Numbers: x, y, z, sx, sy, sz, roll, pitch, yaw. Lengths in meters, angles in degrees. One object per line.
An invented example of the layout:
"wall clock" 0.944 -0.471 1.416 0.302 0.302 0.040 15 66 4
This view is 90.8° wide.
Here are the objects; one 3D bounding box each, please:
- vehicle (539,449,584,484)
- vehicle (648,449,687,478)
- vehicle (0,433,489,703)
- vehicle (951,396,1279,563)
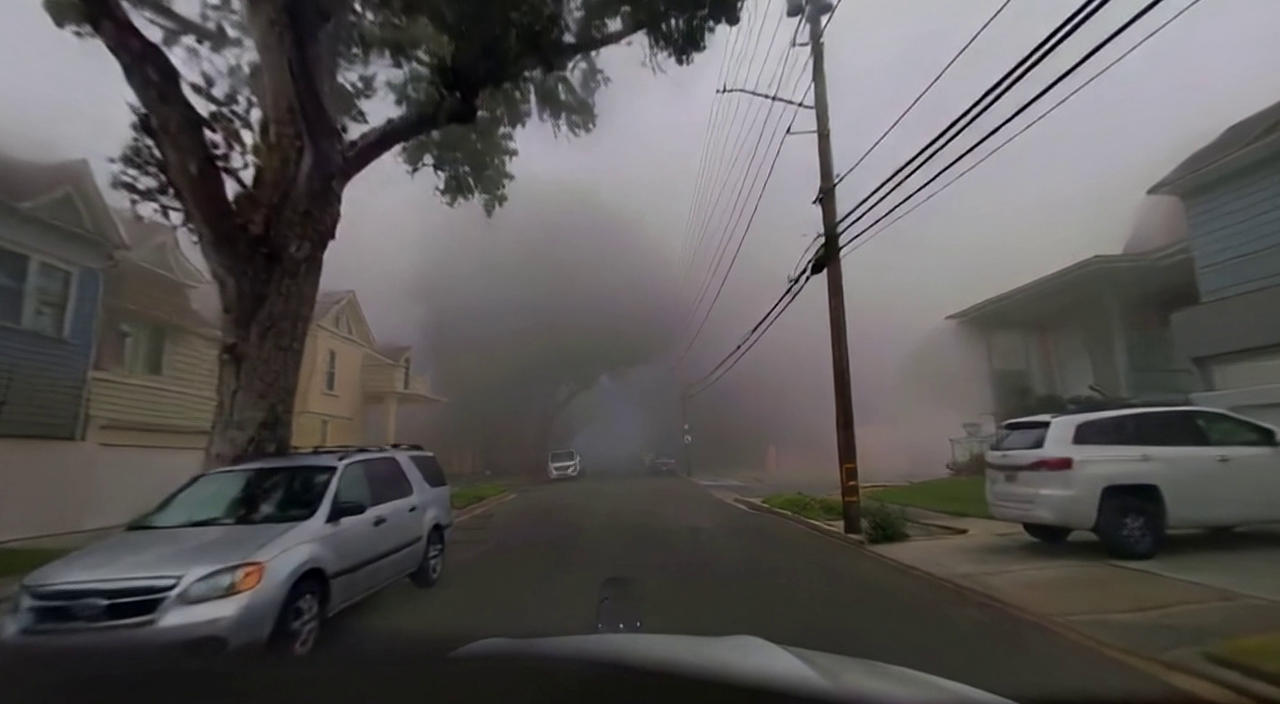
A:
"vehicle" -4.394 6.415 35.836 2.082 1.759 4.541 -2 -8 -1
"vehicle" 1.801 7.555 43.153 2.129 1.873 4.471 0 -9 -4
"vehicle" -3.253 1.827 6.373 2.204 1.655 4.813 -7 -8 -2
"vehicle" 7.971 1.867 9.587 5.274 2.170 2.205 0 -10 -4
